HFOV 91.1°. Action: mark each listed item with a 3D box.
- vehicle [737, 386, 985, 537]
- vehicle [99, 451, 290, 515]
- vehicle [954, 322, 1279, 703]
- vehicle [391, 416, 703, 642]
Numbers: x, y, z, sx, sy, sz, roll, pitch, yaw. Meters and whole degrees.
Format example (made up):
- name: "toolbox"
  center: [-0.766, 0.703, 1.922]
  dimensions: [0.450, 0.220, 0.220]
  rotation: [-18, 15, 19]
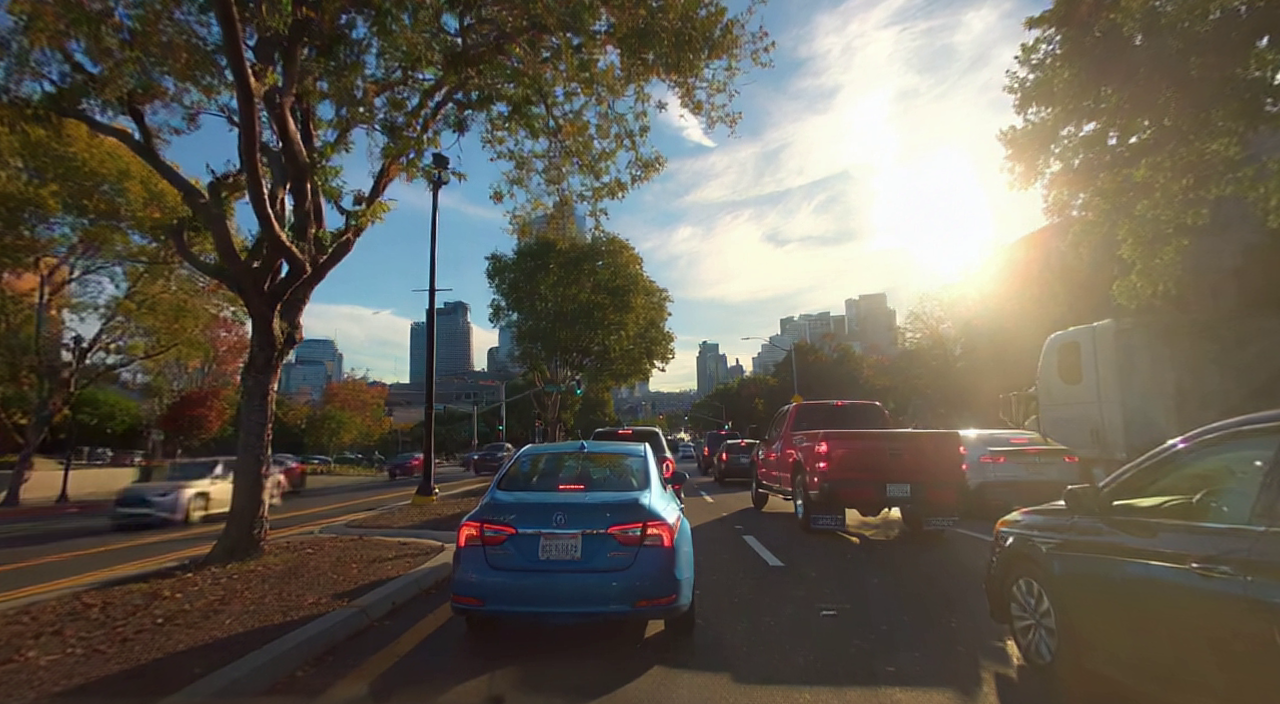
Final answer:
- name: "vehicle"
  center: [3.524, 1.952, 11.695]
  dimensions: [2.444, 2.098, 5.766]
  rotation: [0, -9, -1]
- name: "vehicle"
  center: [-12.316, 3.612, 17.869]
  dimensions: [1.957, 1.506, 4.706]
  rotation: [0, -9, 1]
- name: "vehicle"
  center: [3.163, 0.756, 2.076]
  dimensions: [1.982, 1.709, 4.427]
  rotation: [0, -9, 1]
- name: "vehicle"
  center: [-0.579, 1.496, 6.327]
  dimensions: [2.111, 1.506, 4.018]
  rotation: [0, -9, 2]
